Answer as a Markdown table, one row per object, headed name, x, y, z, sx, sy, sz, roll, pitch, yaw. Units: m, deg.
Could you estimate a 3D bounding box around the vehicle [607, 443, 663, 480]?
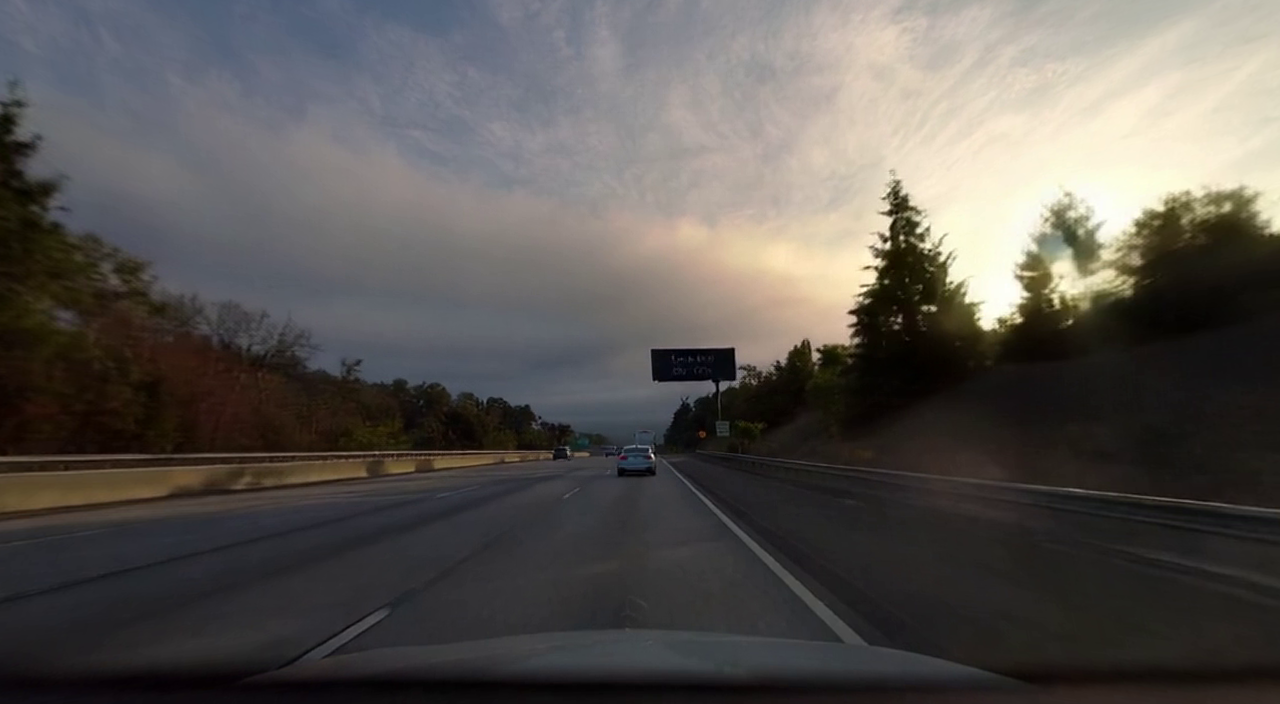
| name | x | y | z | sx | sy | sz | roll | pitch | yaw |
| --- | --- | --- | --- | --- | --- | --- | --- | --- | --- |
| vehicle | -0.164 | 4.687 | 27.231 | 2.238 | 1.479 | 3.672 | 0 | -9 | 1 |
